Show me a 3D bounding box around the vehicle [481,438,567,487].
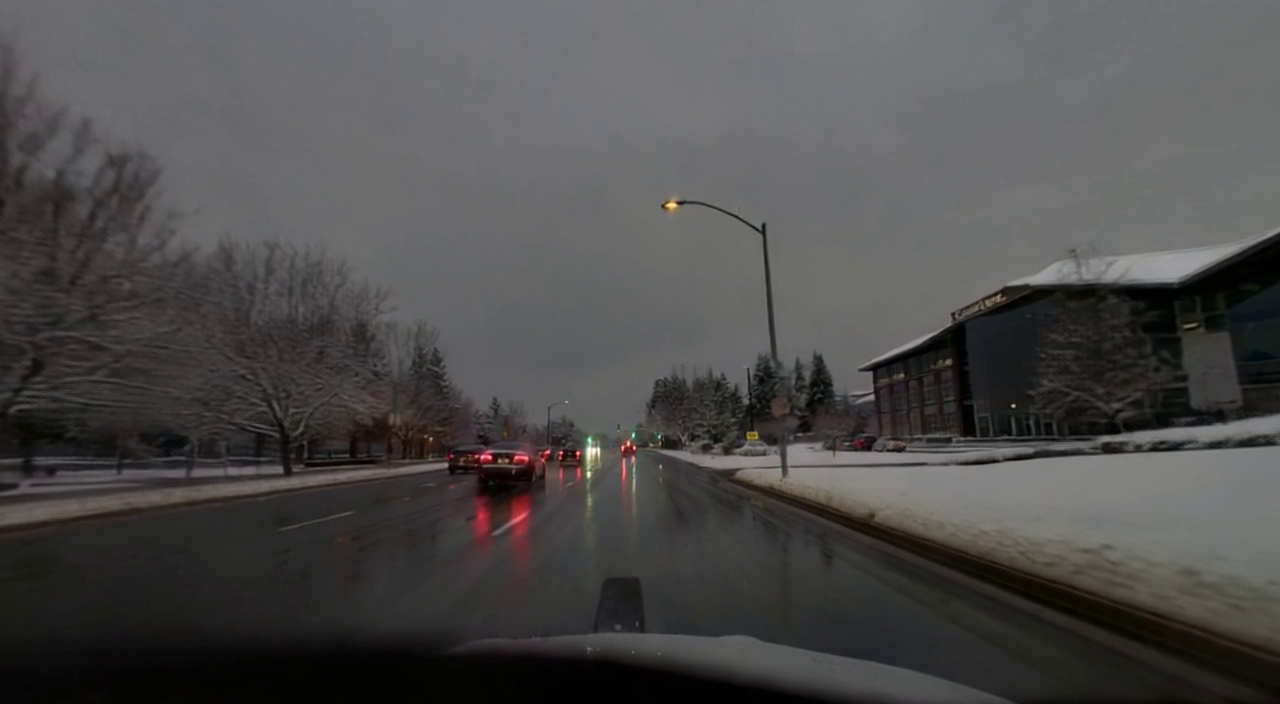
[{"bbox_3d":[-3.792,3.708,21.545,2.011,1.483,4.596,0,-9,0],"label":"vehicle"}]

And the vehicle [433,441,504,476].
[{"bbox_3d":[-7.902,4.971,29.677,1.976,1.497,4.709,0,-9,0],"label":"vehicle"}]
